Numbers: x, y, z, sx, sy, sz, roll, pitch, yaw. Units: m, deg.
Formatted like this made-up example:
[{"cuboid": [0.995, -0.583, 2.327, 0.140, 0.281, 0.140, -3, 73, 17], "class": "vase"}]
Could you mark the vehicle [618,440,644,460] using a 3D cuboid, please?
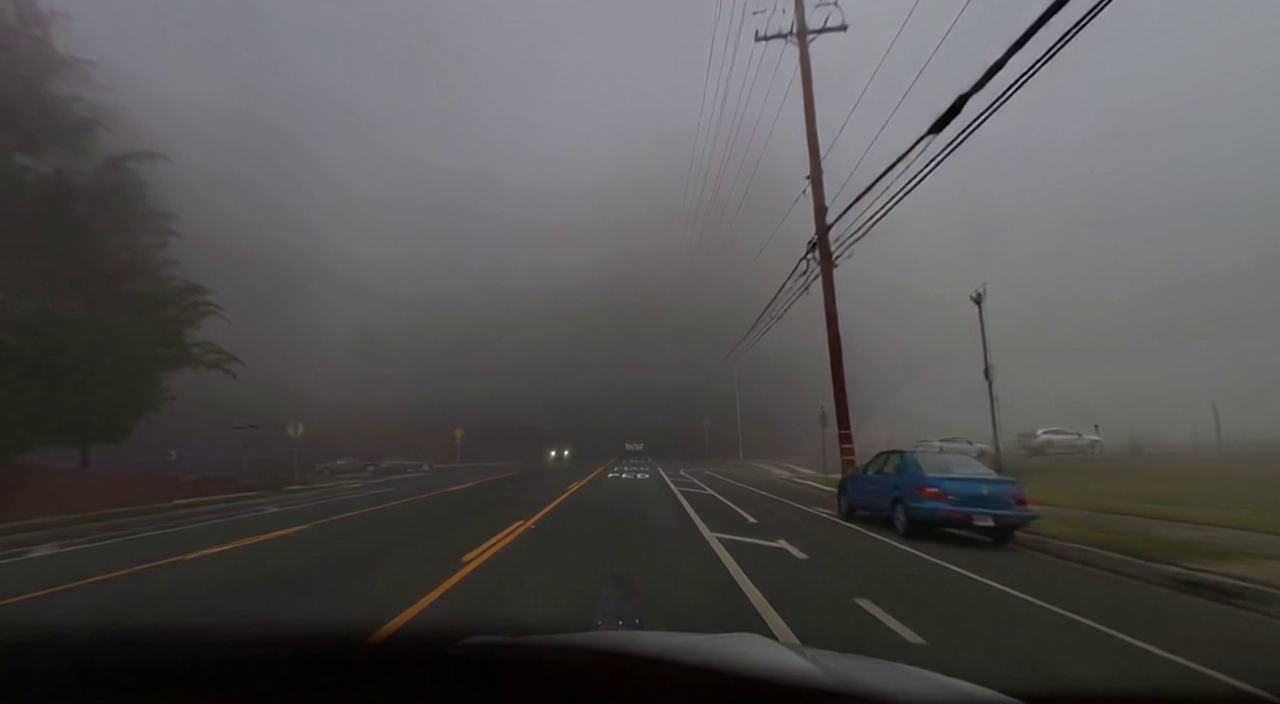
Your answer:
[{"cuboid": [-0.703, 7.422, 47.891, 1.877, 1.448, 3.830, 0, -9, -1], "class": "vehicle"}]

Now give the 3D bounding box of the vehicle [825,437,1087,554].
[{"cuboid": [4.739, 2.185, 10.442, 1.987, 1.479, 4.562, 0, -9, 0], "class": "vehicle"}]

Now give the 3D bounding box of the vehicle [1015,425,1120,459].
[{"cuboid": [25.161, 5.320, 37.301, 4.597, 1.961, 2.087, -1, -8, 2], "class": "vehicle"}]

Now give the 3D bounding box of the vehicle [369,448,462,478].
[{"cuboid": [-14.173, 7.006, 40.112, 5.190, 1.502, 2.085, -3, -9, -1], "class": "vehicle"}]
